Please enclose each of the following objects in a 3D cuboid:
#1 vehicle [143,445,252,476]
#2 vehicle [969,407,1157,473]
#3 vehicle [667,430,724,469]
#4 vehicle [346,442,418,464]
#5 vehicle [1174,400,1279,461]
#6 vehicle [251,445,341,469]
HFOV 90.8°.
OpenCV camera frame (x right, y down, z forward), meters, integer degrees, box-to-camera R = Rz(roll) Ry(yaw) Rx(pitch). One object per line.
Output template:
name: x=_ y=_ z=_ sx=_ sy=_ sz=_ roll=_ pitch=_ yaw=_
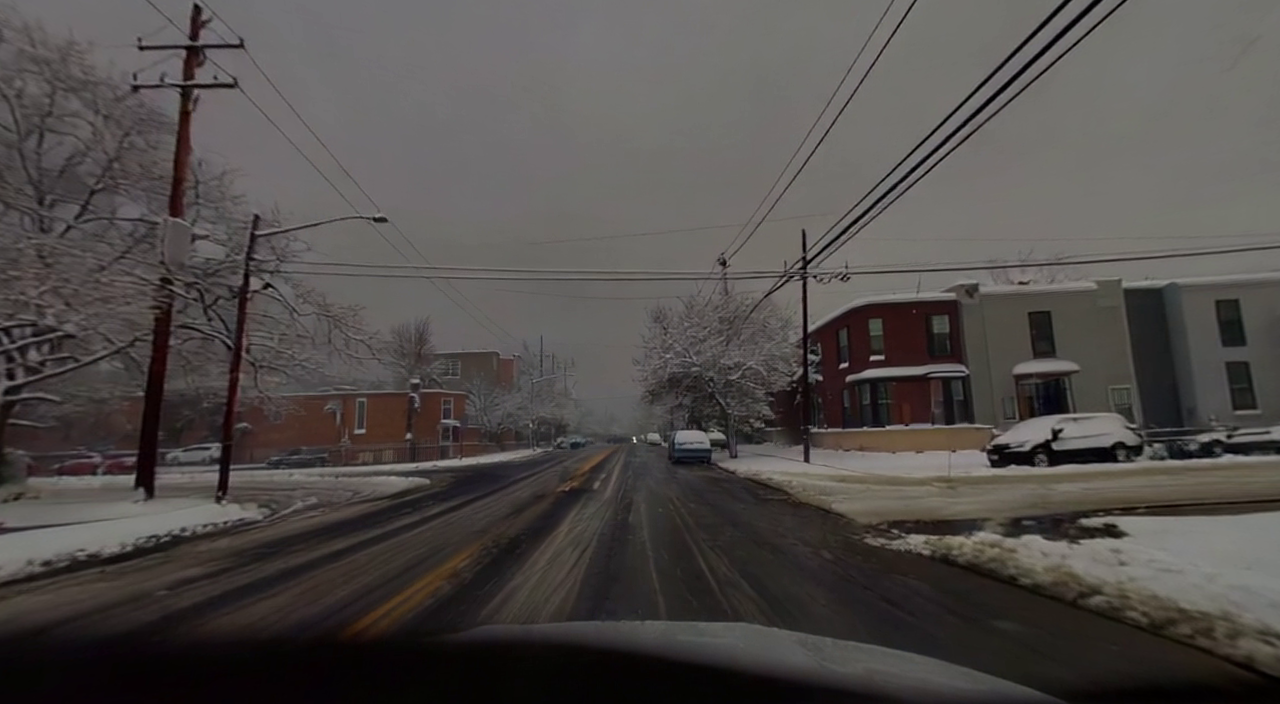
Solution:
vehicle: x=-25.044 y=6.121 z=35.945 sx=1.814 sy=1.462 sz=4.703 roll=-8 pitch=-10 yaw=30
vehicle: x=12.943 y=2.716 z=19.508 sx=4.375 sy=1.733 sz=1.953 roll=-2 pitch=-9 yaw=-4
vehicle: x=2.388 y=4.356 z=28.223 sx=1.999 sy=1.604 sz=4.065 roll=0 pitch=-8 yaw=-3
vehicle: x=-18.540 y=7.287 z=45.553 sx=1.835 sy=1.463 sz=4.469 roll=-4 pitch=-10 yaw=32
vehicle: x=19.786 y=2.382 z=19.815 sx=4.264 sy=1.730 sz=1.961 roll=-2 pitch=-7 yaw=-3
vehicle: x=-21.956 y=6.707 z=40.481 sx=1.797 sy=1.446 sz=4.694 roll=-4 pitch=-10 yaw=30
